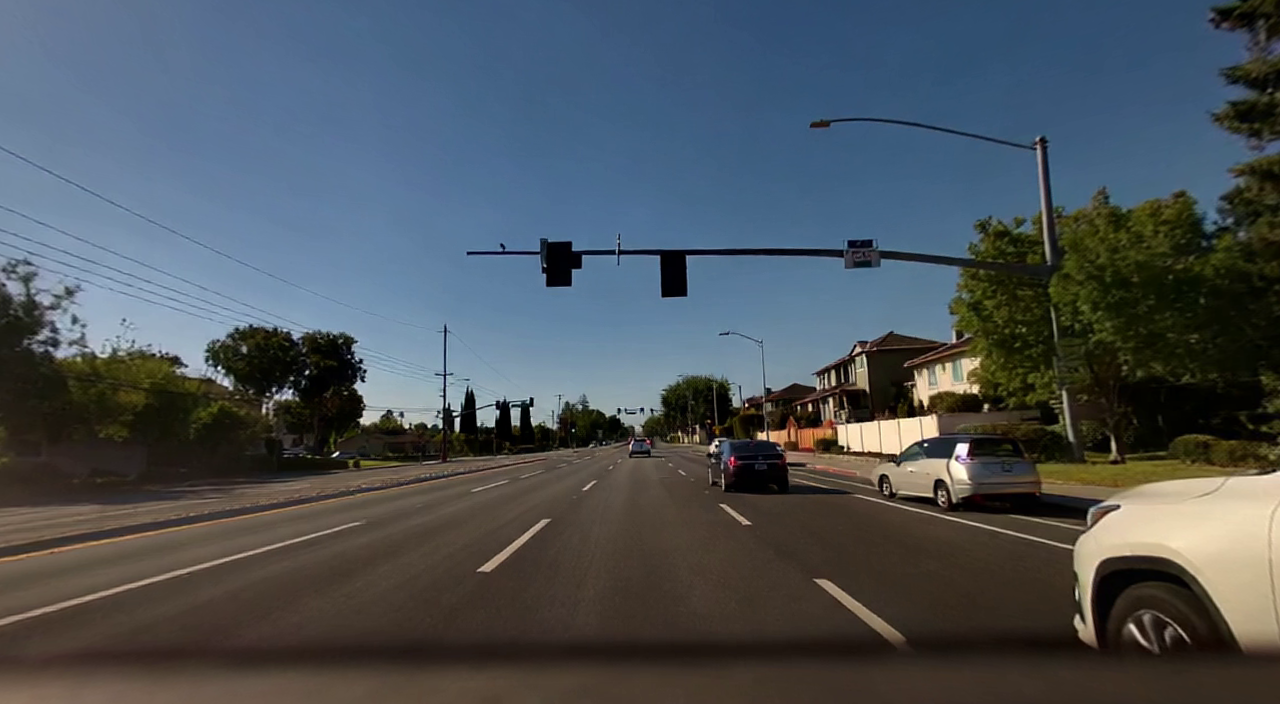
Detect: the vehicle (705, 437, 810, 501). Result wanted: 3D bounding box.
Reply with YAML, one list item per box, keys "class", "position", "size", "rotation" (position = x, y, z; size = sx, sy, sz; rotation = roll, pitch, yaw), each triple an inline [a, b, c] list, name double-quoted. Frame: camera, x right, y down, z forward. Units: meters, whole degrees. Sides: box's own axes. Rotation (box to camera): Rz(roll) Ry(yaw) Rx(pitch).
- class: "vehicle"
  position: [2.907, 2.994, 16.536]
  size: [1.889, 1.451, 4.180]
  rotation: [0, -9, -1]

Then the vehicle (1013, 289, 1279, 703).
- class: "vehicle"
  position: [3.049, 0.541, 0.960]
  size: [2.129, 1.761, 4.610]
  rotation: [0, -9, 1]
